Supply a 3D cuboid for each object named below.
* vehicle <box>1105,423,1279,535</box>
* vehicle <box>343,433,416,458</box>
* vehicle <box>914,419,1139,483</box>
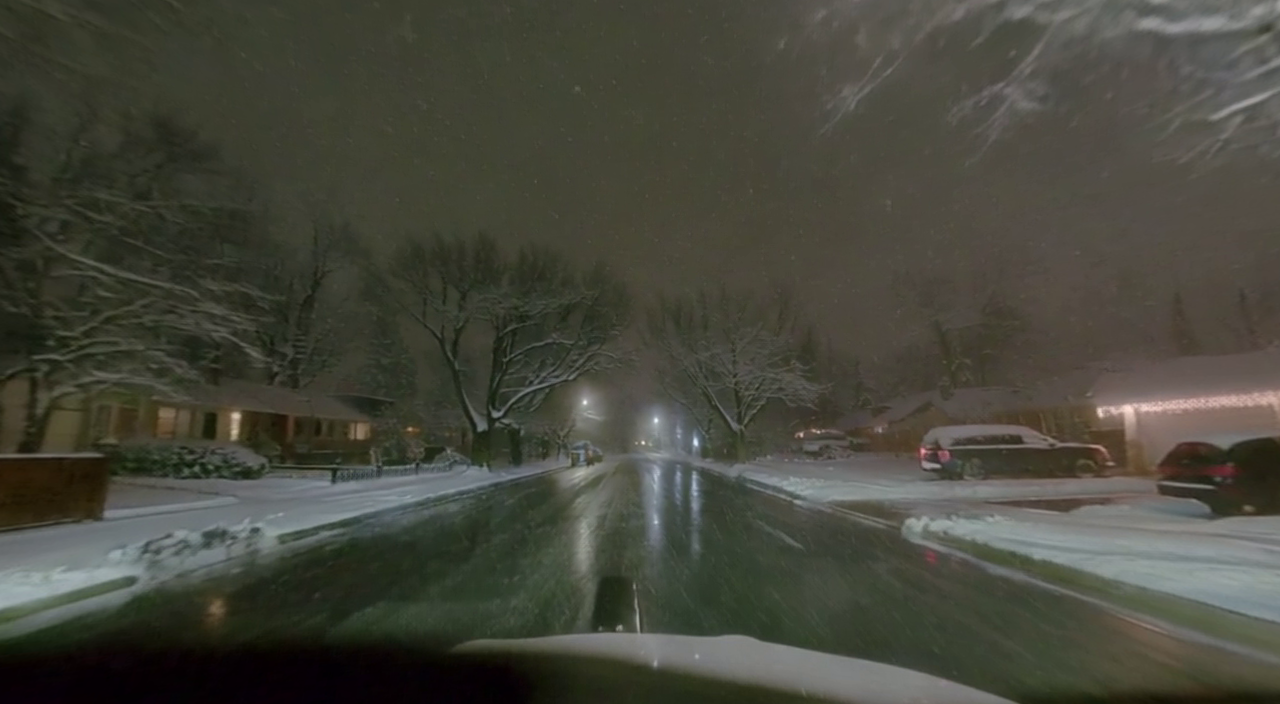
[{"bbox_3d":[10.706,1.922,10.205,4.710,1.512,1.894,-3,-8,0],"label":"vehicle"},{"bbox_3d":[-18.530,6.684,44.944,4.196,1.696,2.086,0,-10,-1],"label":"vehicle"},{"bbox_3d":[12.028,3.120,19.956,5.637,1.890,2.171,0,-8,1],"label":"vehicle"}]
